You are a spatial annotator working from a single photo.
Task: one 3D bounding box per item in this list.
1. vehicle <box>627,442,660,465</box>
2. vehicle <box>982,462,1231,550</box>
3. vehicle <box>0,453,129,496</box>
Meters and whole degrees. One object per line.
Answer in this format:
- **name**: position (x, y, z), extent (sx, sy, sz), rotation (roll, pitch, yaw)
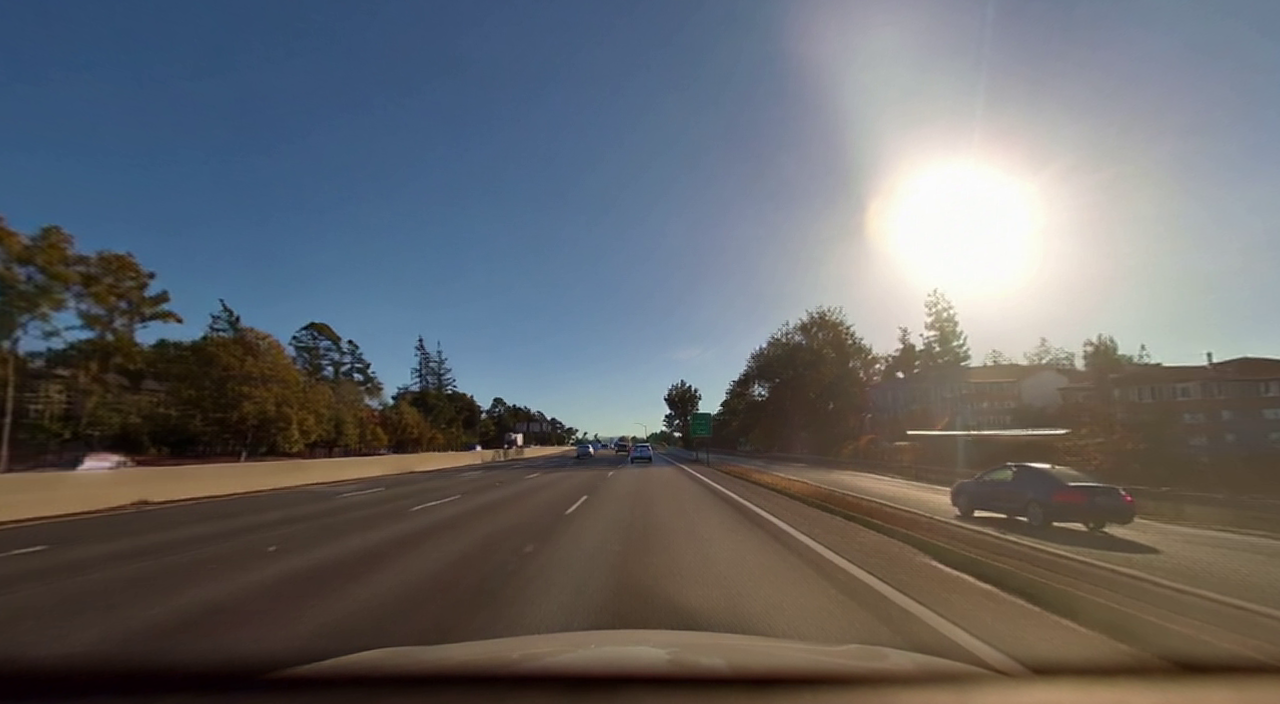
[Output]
- **vehicle**: position (0.236, 6.680, 41.730), extent (2.051, 1.443, 3.770), rotation (-1, -8, 0)
- **vehicle**: position (13.458, 4.413, 18.939), extent (2.599, 1.962, 5.759), rotation (1, -8, -8)
- **vehicle**: position (-26.402, 5.521, 28.791), extent (1.994, 1.635, 4.924), rotation (-1, -8, 0)
